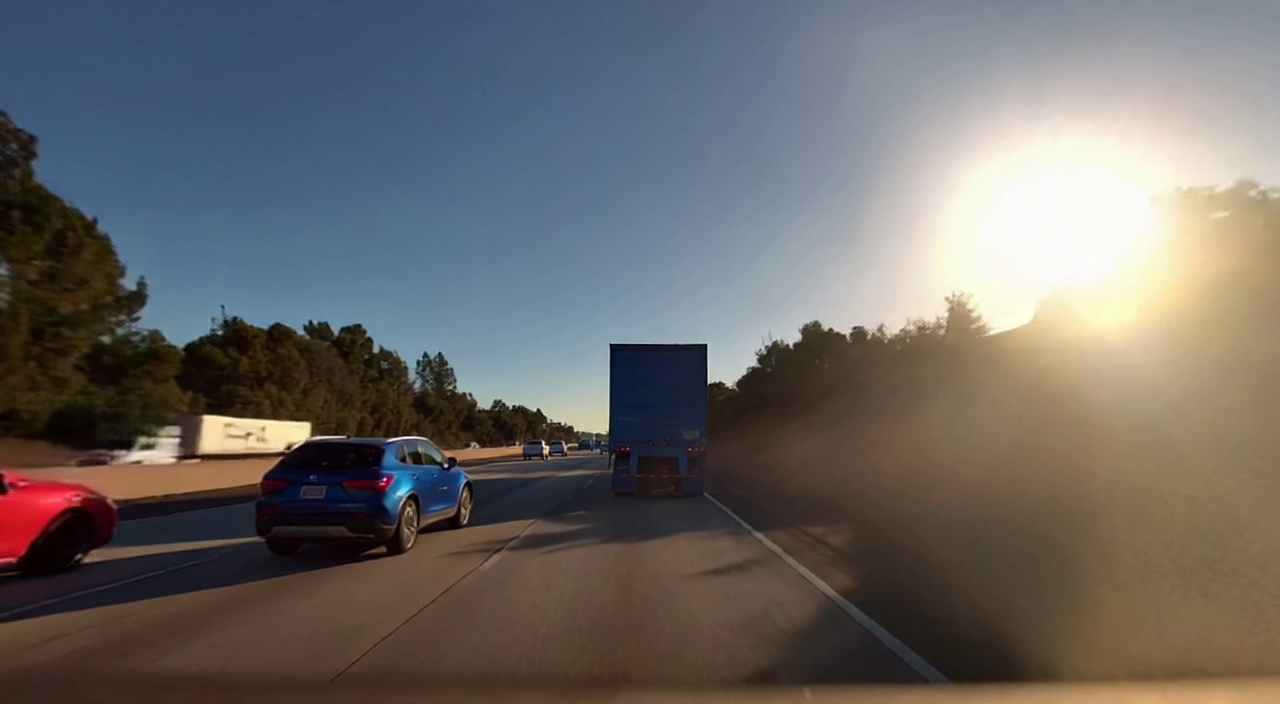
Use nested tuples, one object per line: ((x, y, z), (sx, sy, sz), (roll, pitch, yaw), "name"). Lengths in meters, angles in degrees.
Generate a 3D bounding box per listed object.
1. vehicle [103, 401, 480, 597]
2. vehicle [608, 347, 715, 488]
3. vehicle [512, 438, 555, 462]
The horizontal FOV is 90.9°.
((-3.549, 1.581, 7.623), (2.077, 1.671, 4.249), (0, -8, 1), "vehicle")
((0.608, 2.533, 22.528), (2.870, 3.841, 10.653), (0, -8, 0), "vehicle")
((-6.735, 6.266, 40.447), (1.882, 1.451, 4.416), (0, -8, 1), "vehicle")
